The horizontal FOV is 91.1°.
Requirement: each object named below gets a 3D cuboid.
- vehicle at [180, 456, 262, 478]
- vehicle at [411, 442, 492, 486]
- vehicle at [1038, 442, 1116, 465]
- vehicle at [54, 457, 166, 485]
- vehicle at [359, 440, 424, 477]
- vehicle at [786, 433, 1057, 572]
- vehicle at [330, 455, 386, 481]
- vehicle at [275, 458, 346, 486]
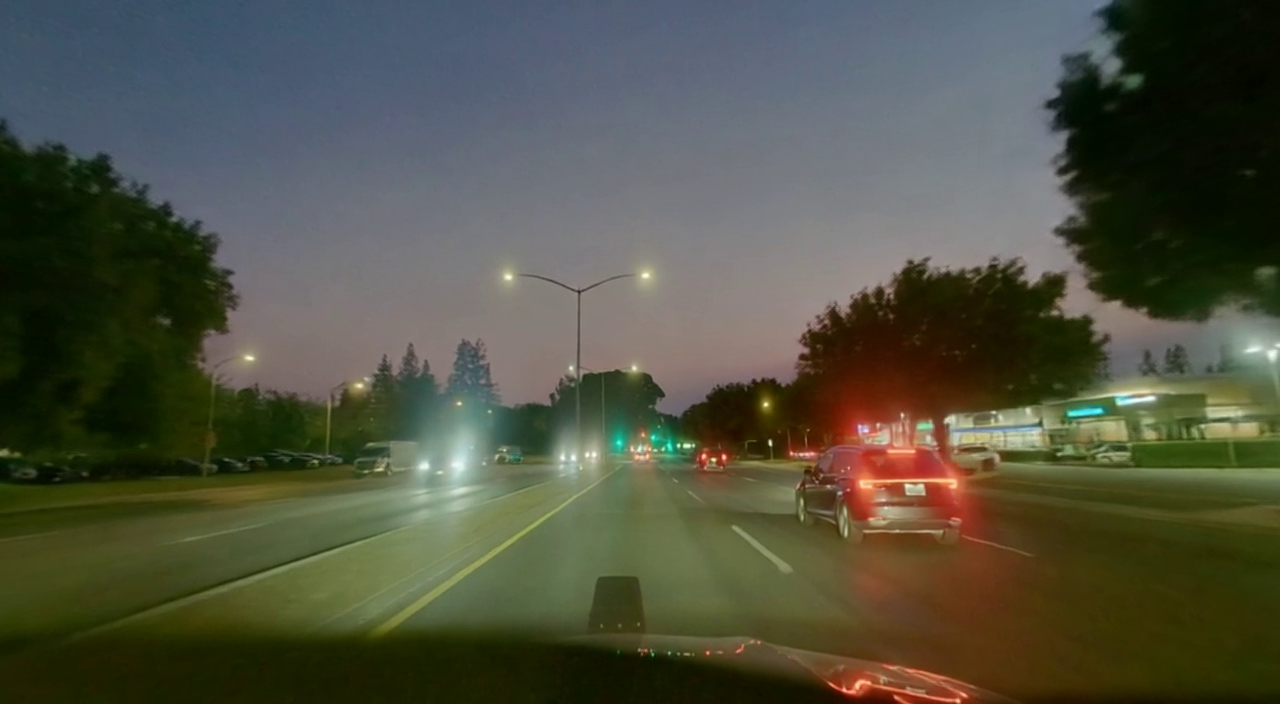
[{"bbox_3d":[-29.916,8.210,44.908,4.549,1.438,1.796,0,-9,-1],"label":"vehicle"},{"bbox_3d":[-8.523,5.089,28.890,2.156,1.838,4.945,0,-9,0],"label":"vehicle"},{"bbox_3d":[32.255,7.492,46.404,4.394,1.681,2.009,1,-8,-5],"label":"vehicle"},{"bbox_3d":[-29.743,6.679,35.315,4.499,1.476,1.869,0,-9,-1],"label":"vehicle"},{"bbox_3d":[-19.120,8.233,48.765,2.242,2.633,6.792,0,-9,1],"label":"vehicle"},{"bbox_3d":[3.614,1.993,9.158,1.935,1.501,4.384,0,-9,0],"label":"vehicle"},{"bbox_3d":[-19.074,7.844,42.624,1.841,1.573,4.254,0,-9,-1],"label":"vehicle"},{"bbox_3d":[-19.234,7.010,36.838,1.787,1.452,4.482,0,-9,-1],"label":"vehicle"}]
